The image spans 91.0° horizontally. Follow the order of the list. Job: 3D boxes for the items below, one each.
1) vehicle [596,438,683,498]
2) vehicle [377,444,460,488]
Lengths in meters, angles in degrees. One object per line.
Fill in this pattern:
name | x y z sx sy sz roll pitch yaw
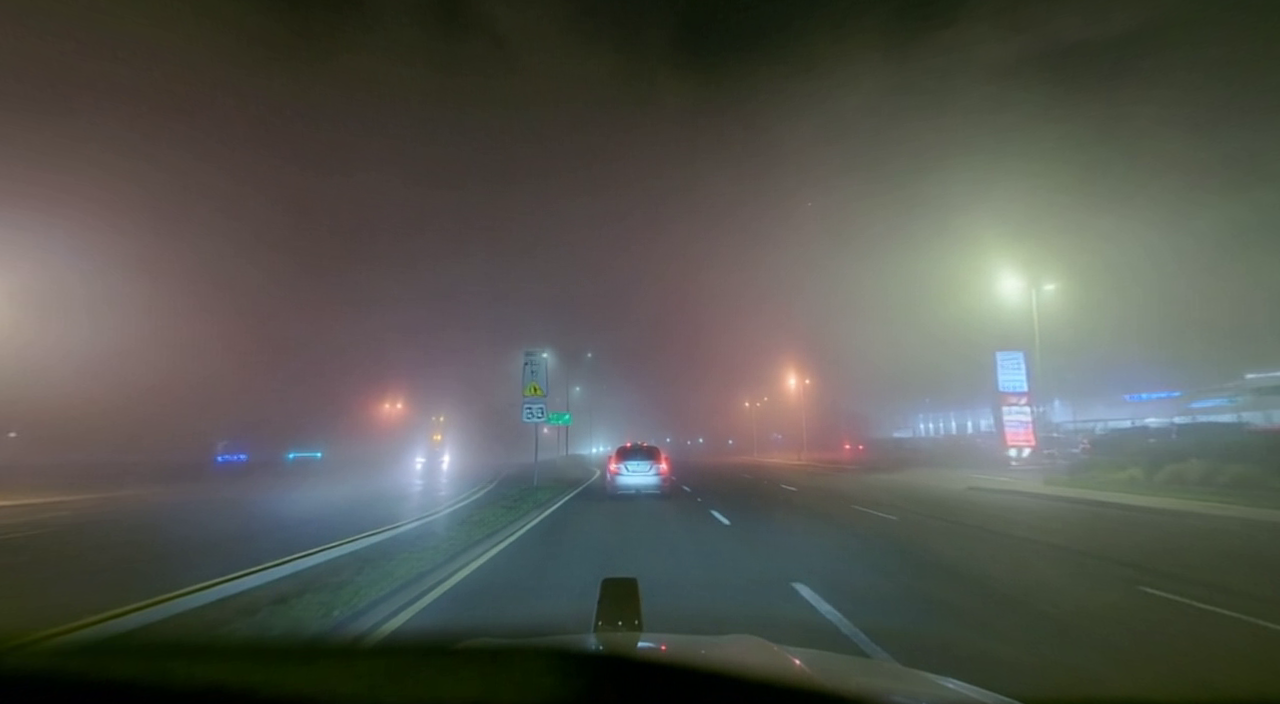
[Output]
vehicle | -0.048 3.168 17.590 2.126 1.475 3.967 0 -8 -1
vehicle | -9.137 4.680 26.371 1.903 1.476 4.395 -5 -8 -1
